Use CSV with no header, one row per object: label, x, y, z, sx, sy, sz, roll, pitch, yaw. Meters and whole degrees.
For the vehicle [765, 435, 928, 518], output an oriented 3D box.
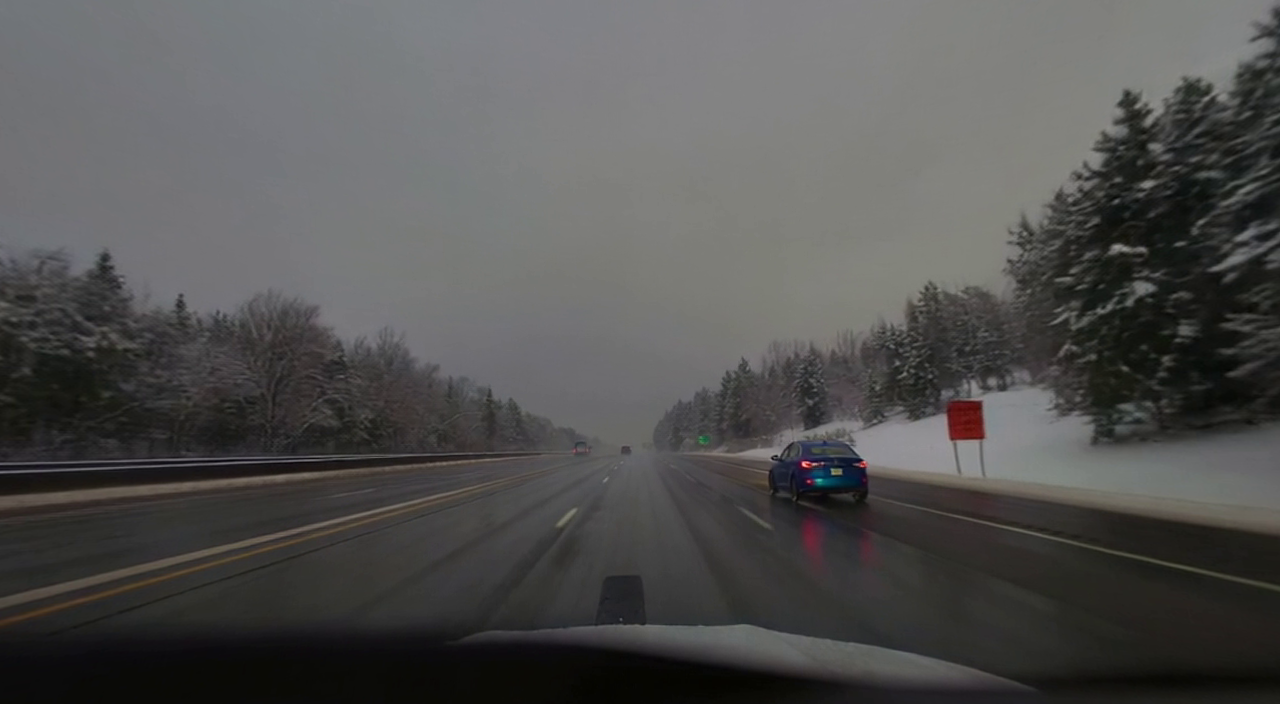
vehicle,4.218,2.619,13.761,2.033,1.501,4.398,0,-9,-1
